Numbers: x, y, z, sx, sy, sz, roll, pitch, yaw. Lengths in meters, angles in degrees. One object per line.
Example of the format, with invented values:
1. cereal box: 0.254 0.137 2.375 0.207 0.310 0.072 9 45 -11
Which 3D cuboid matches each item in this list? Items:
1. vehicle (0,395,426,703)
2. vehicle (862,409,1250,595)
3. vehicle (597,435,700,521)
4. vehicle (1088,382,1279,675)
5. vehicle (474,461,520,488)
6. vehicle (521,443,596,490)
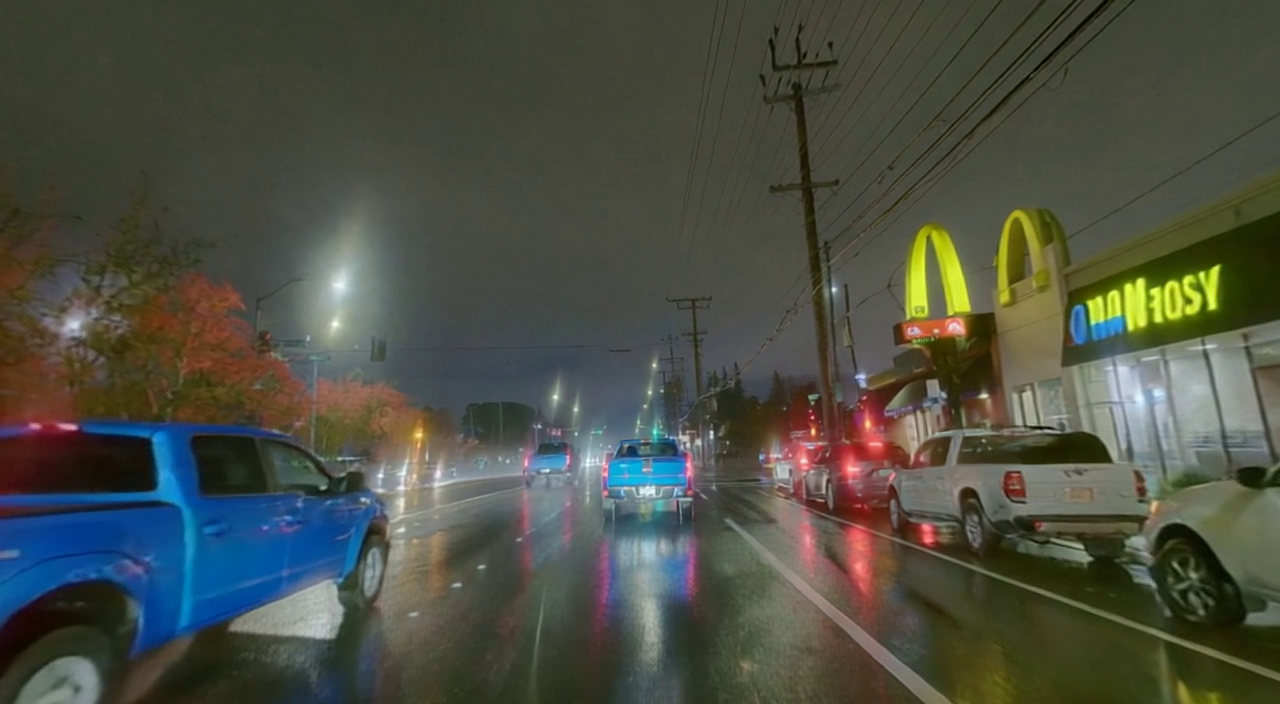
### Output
1. vehicle: -3.159 1.158 3.695 1.995 1.554 4.618 0 -9 3
2. vehicle: 4.924 1.832 8.638 2.007 1.786 4.870 0 -9 0
3. vehicle: 0.300 2.896 15.111 2.089 1.699 4.650 0 -9 3
4. vehicle: 4.891 0.963 3.087 2.014 1.755 4.520 0 -9 0
5. vehicle: -9.132 7.867 40.567 1.918 1.522 4.486 0 -9 1
6. vehicle: -3.355 4.844 27.074 2.140 1.768 5.092 0 -9 4
